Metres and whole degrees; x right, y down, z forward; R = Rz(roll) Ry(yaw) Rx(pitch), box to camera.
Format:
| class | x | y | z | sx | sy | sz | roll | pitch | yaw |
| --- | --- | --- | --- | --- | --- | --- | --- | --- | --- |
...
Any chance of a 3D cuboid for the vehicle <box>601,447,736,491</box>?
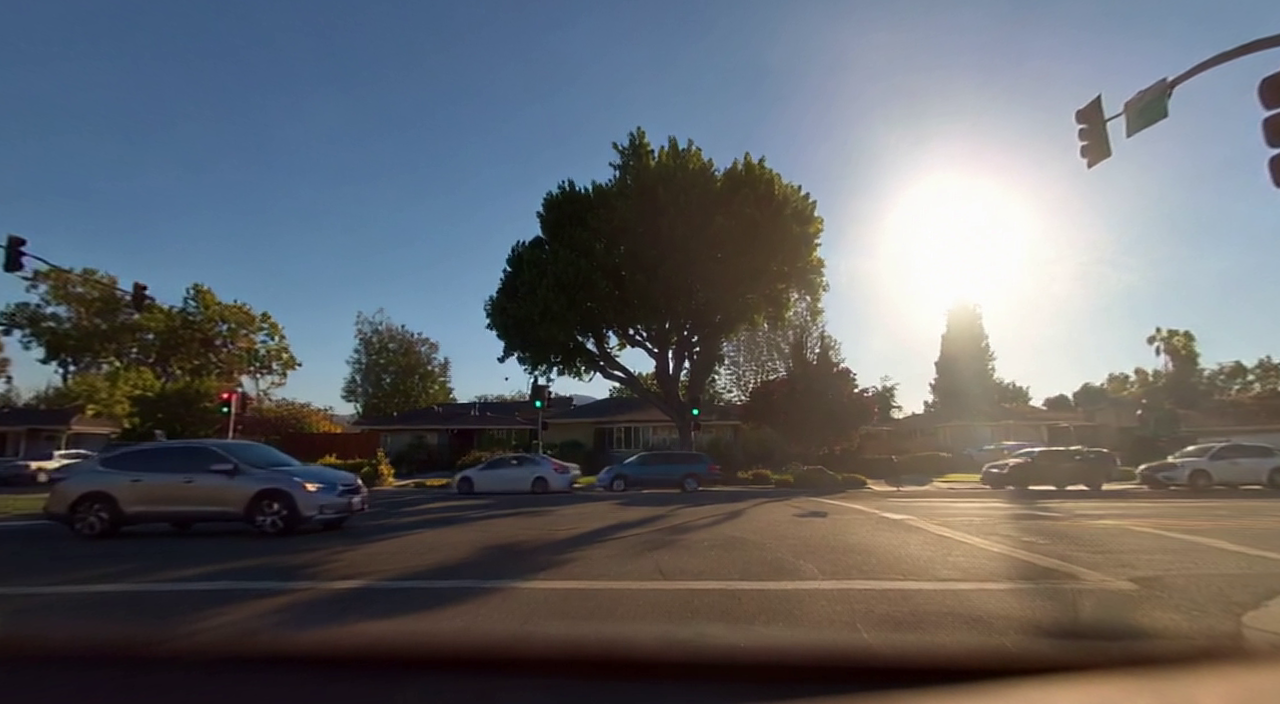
| class | x | y | z | sx | sy | sz | roll | pitch | yaw |
| --- | --- | --- | --- | --- | --- | --- | --- | --- | --- |
| vehicle | 0.981 | 4.237 | 23.008 | 4.705 | 1.486 | 1.830 | 0 | -8 | -1 |

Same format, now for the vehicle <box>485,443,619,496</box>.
| class | x | y | z | sx | sy | sz | roll | pitch | yaw |
| --- | --- | --- | --- | --- | --- | --- | --- | --- | --- |
| vehicle | -2.563 | 3.517 | 19.112 | 3.815 | 1.504 | 1.790 | 0 | -8 | -2 |

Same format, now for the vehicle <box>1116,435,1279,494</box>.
| class | x | y | z | sx | sy | sz | roll | pitch | yaw |
| --- | --- | --- | --- | --- | --- | --- | --- | --- | --- |
| vehicle | 17.768 | 3.436 | 19.485 | 4.510 | 1.673 | 2.030 | 0 | -8 | -1 |

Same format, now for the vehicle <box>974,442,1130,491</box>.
| class | x | y | z | sx | sy | sz | roll | pitch | yaw |
| --- | --- | --- | --- | --- | --- | --- | --- | --- | --- |
| vehicle | 14.956 | 4.151 | 23.132 | 4.326 | 1.672 | 1.903 | 0 | -8 | -1 |

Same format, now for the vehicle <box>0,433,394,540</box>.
| class | x | y | z | sx | sy | sz | roll | pitch | yaw |
| --- | --- | --- | --- | --- | --- | --- | --- | --- | --- |
| vehicle | -6.712 | 2.013 | 9.775 | 4.989 | 1.442 | 1.940 | 0 | -8 | 0 |
